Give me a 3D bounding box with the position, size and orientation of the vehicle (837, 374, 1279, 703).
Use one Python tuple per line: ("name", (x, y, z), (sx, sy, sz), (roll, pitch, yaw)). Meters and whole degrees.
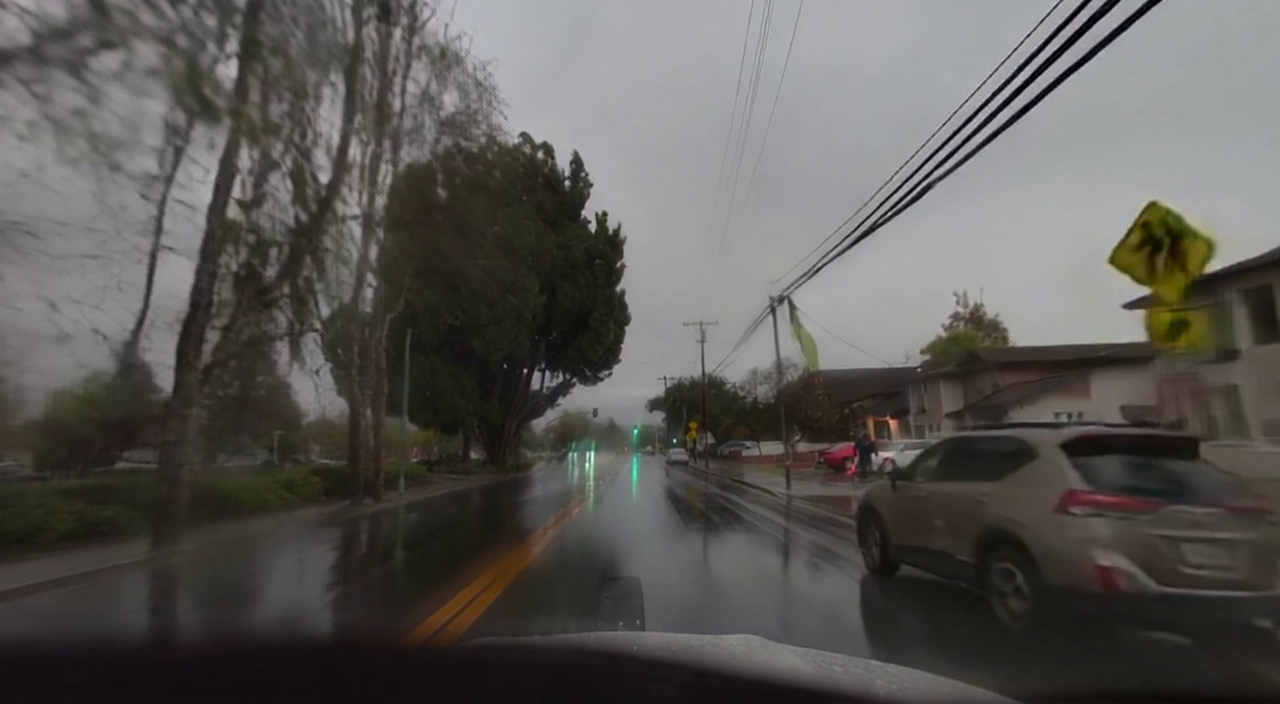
("vehicle", (3.460, 1.413, 5.659), (1.949, 1.807, 4.224), (4, -9, -1))
